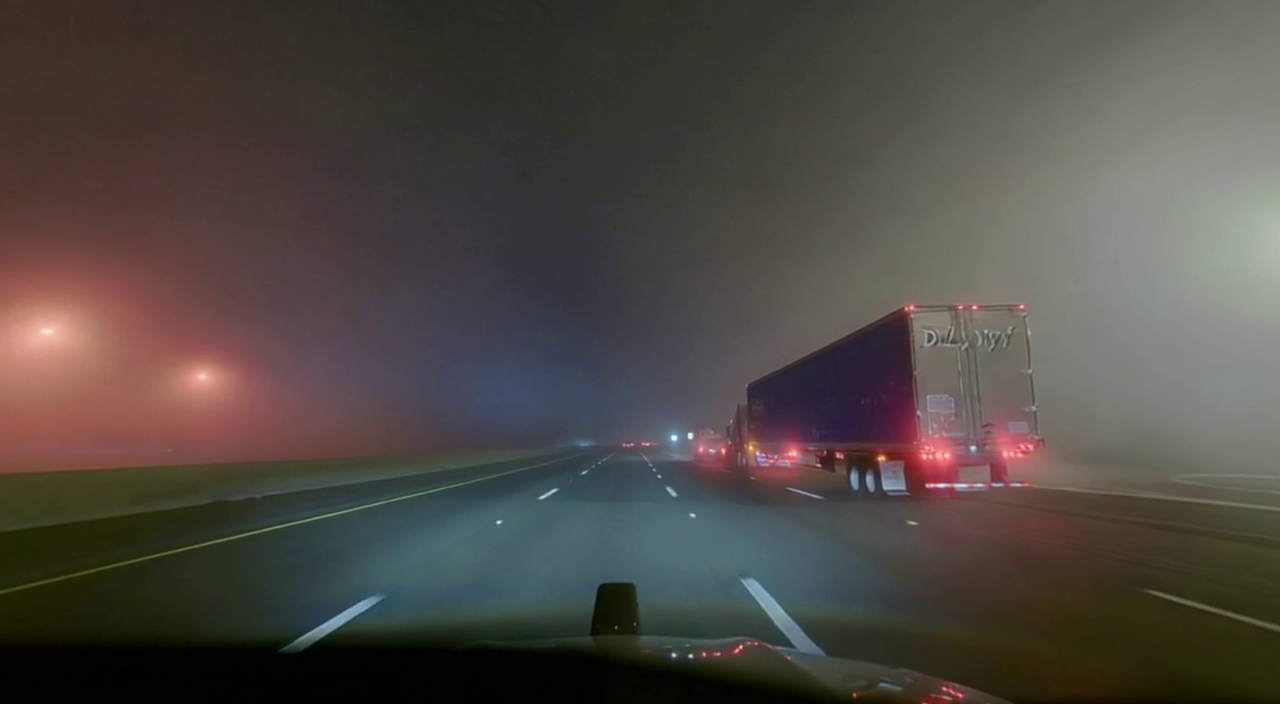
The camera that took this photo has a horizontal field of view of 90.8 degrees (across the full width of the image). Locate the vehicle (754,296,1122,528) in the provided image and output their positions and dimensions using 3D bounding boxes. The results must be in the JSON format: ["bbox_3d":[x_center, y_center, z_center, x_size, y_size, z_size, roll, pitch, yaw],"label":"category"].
[{"bbox_3d":[6.448,2.142,18.819,2.962,3.947,16.241,0,-8,-1],"label":"vehicle"}]
